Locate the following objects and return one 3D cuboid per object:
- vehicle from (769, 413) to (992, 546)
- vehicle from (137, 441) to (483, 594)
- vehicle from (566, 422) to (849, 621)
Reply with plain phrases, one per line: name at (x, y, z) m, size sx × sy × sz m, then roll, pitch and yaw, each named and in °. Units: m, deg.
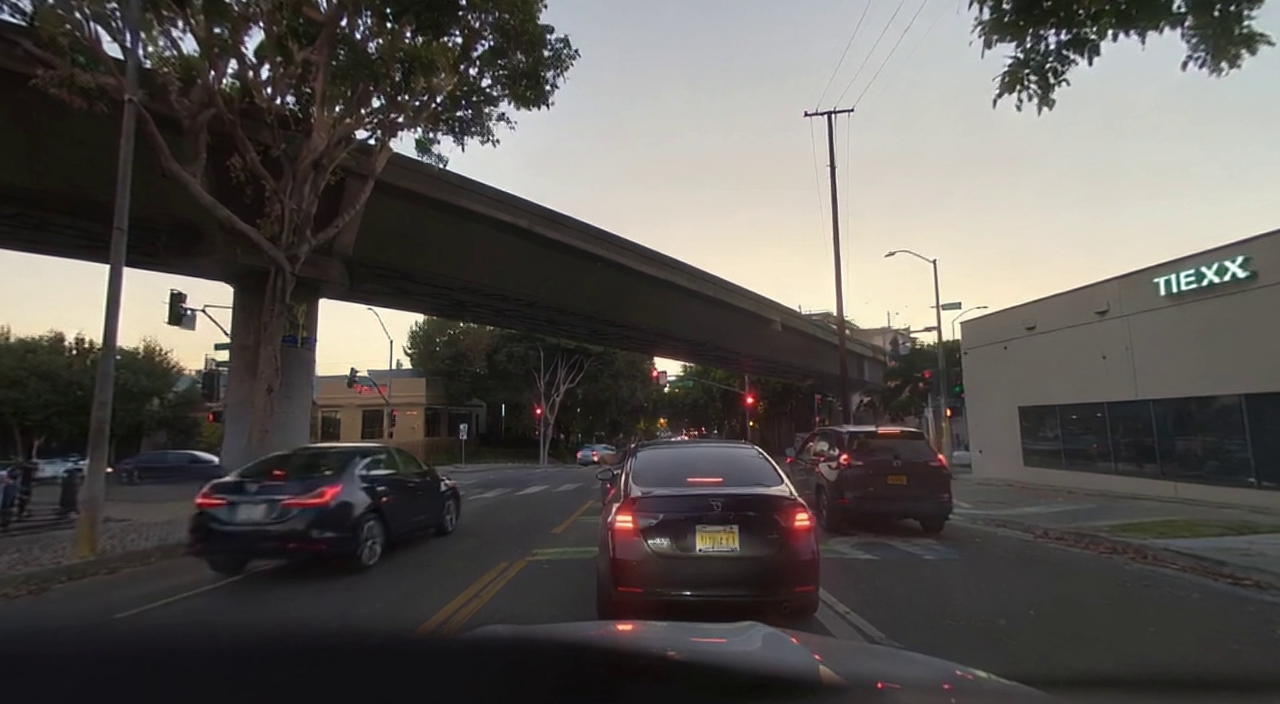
vehicle at (3.731, 2.067, 10.857) m, size 2.062 × 1.781 × 4.488 m, roll 0°, pitch -8°, yaw 0°
vehicle at (-3.879, 2.000, 8.714) m, size 2.082 × 1.484 × 4.865 m, roll 0°, pitch -8°, yaw 1°
vehicle at (0.520, 1.583, 6.875) m, size 2.101 × 1.467 × 4.210 m, roll 0°, pitch -8°, yaw 1°
